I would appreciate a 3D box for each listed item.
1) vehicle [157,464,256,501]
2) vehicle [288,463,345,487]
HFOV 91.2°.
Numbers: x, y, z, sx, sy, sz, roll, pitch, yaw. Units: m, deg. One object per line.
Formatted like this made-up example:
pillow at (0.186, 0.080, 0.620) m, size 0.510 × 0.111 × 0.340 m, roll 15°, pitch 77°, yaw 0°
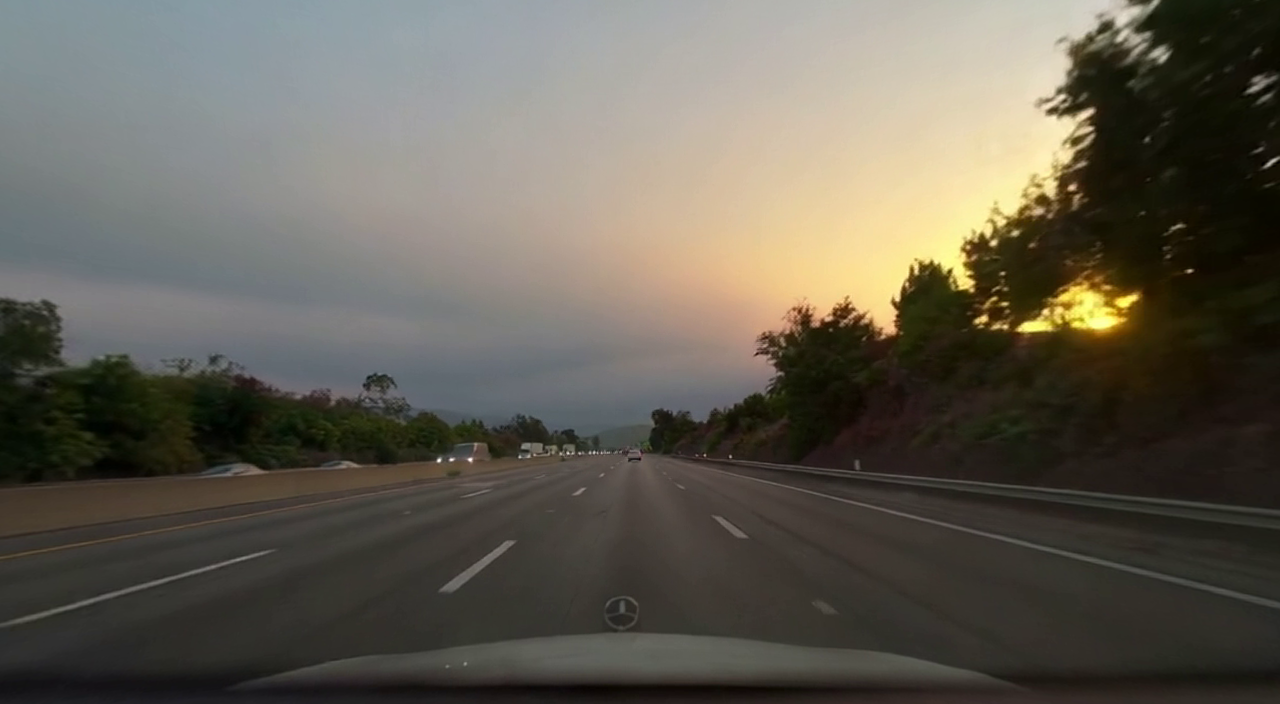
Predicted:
vehicle at (-19.419, 5.840, 28.296) m, size 1.782 × 1.442 × 3.776 m, roll 0°, pitch -9°, yaw 0°
vehicle at (-23.072, 8.761, 44.899) m, size 1.808 × 1.491 × 4.446 m, roll 0°, pitch -9°, yaw -1°
